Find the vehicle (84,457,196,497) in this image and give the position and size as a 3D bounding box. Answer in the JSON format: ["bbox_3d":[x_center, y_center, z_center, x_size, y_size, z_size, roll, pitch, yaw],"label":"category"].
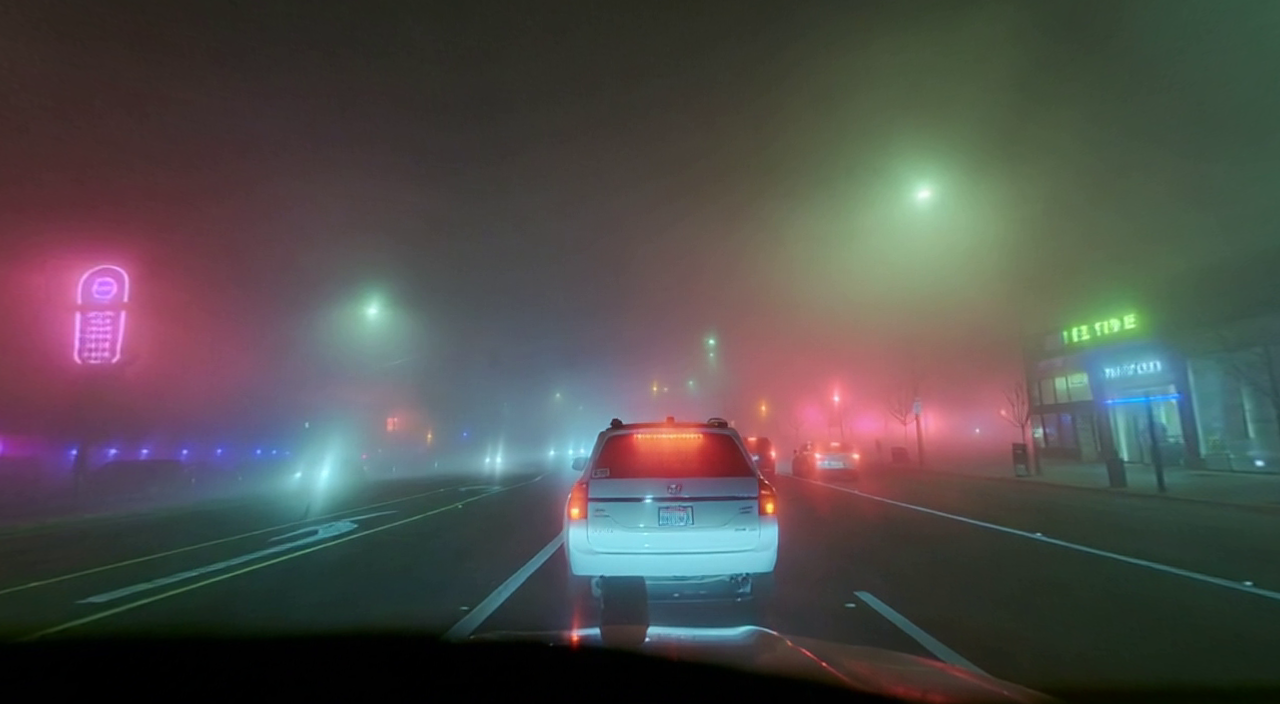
[{"bbox_3d":[-25.842,6.416,32.847,2.026,1.808,4.835,0,-8,-2],"label":"vehicle"}]

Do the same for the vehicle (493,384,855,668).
[{"bbox_3d":[0.203,1.310,5.738,2.125,1.669,3.880,0,-8,0],"label":"vehicle"}]

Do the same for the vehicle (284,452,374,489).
[{"bbox_3d":[-13.851,5.282,28.360,1.991,1.486,3.844,-1,-8,2],"label":"vehicle"}]

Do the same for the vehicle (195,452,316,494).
[{"bbox_3d":[-17.714,5.561,29.329,1.981,1.659,4.608,-5,-9,16],"label":"vehicle"}]

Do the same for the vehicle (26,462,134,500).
[{"bbox_3d":[-28.656,6.610,32.445,2.018,1.716,4.042,-1,-10,-5],"label":"vehicle"}]
